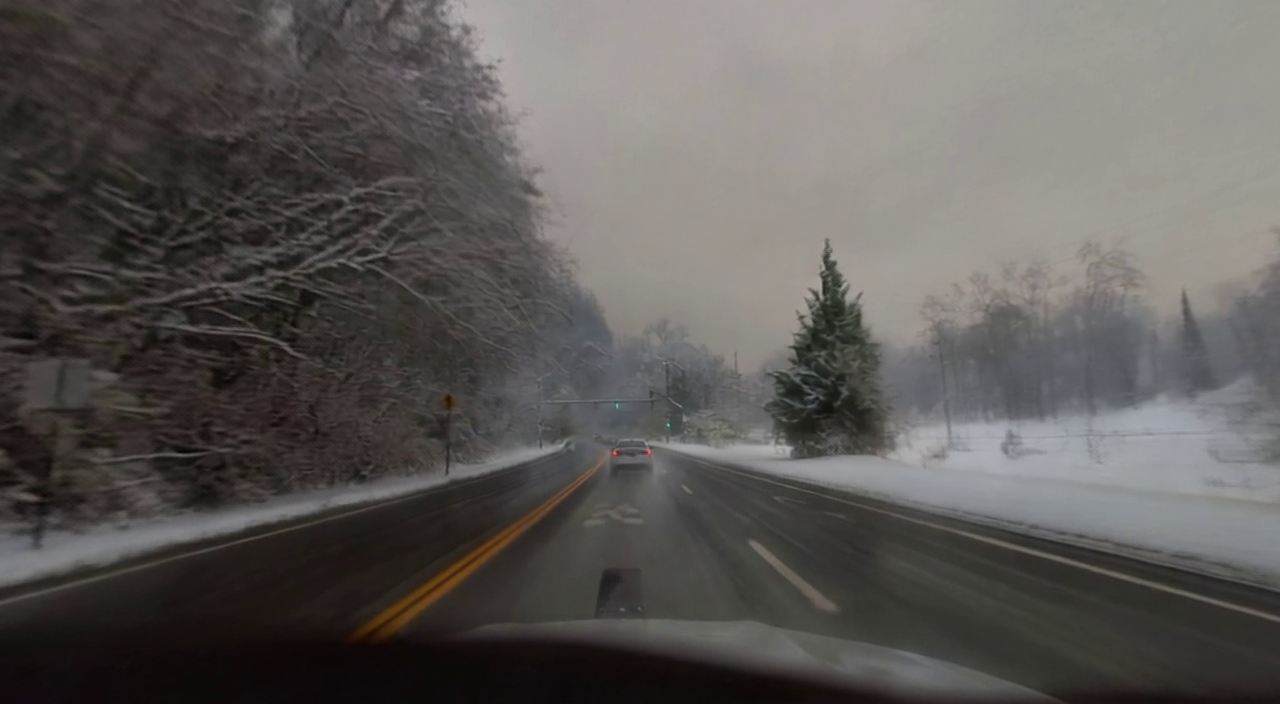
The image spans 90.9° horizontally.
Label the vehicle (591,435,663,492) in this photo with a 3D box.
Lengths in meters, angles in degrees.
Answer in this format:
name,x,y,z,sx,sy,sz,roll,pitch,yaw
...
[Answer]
name,x,y,z,sx,sy,sz,roll,pitch,yaw
vehicle,-0.412,3.474,19.877,2.037,1.601,3.643,0,-9,-1
